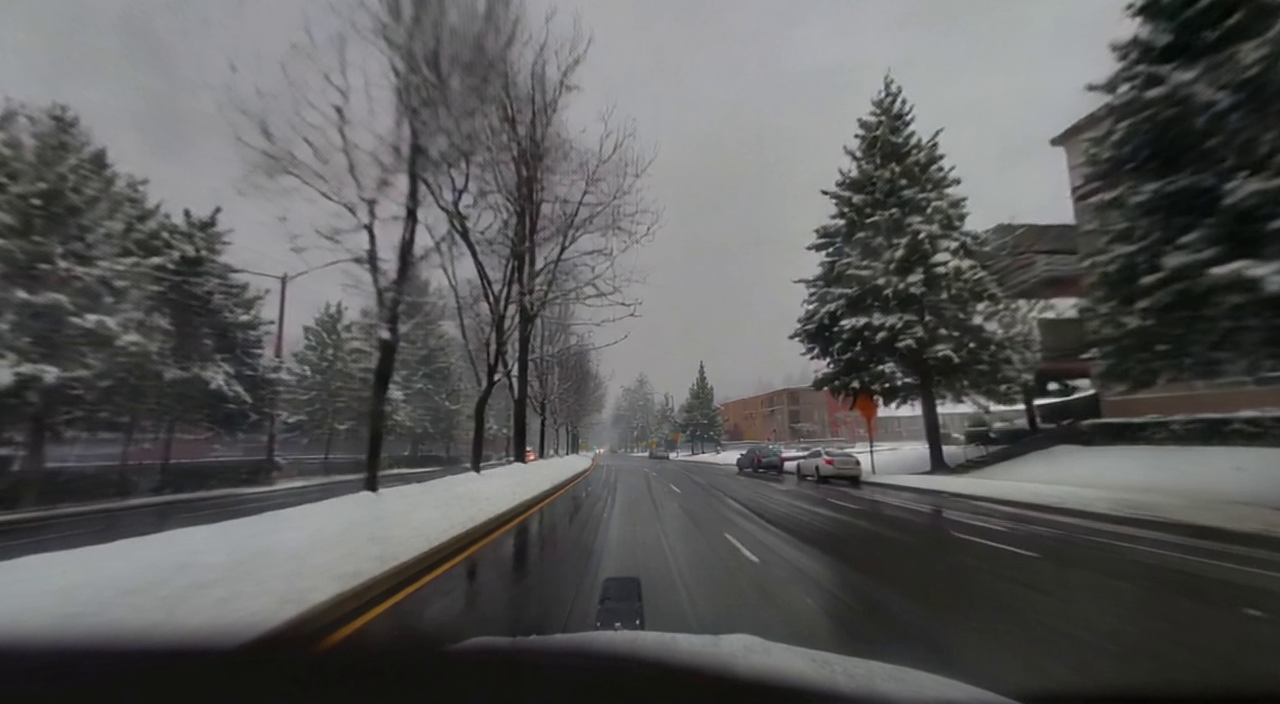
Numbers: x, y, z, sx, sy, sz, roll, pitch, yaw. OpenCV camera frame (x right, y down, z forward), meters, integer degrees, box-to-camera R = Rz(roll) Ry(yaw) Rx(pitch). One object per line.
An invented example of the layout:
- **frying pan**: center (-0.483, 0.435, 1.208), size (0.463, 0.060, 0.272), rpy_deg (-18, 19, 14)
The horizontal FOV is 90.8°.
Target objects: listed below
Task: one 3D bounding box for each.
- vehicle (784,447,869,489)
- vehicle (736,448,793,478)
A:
- **vehicle**: center (7.790, 4.857, 26.878), size (1.974, 1.472, 4.654), rpy_deg (5, -9, -3)
- **vehicle**: center (7.502, 6.685, 38.362), size (1.977, 1.540, 4.307), rpy_deg (6, -9, -7)
